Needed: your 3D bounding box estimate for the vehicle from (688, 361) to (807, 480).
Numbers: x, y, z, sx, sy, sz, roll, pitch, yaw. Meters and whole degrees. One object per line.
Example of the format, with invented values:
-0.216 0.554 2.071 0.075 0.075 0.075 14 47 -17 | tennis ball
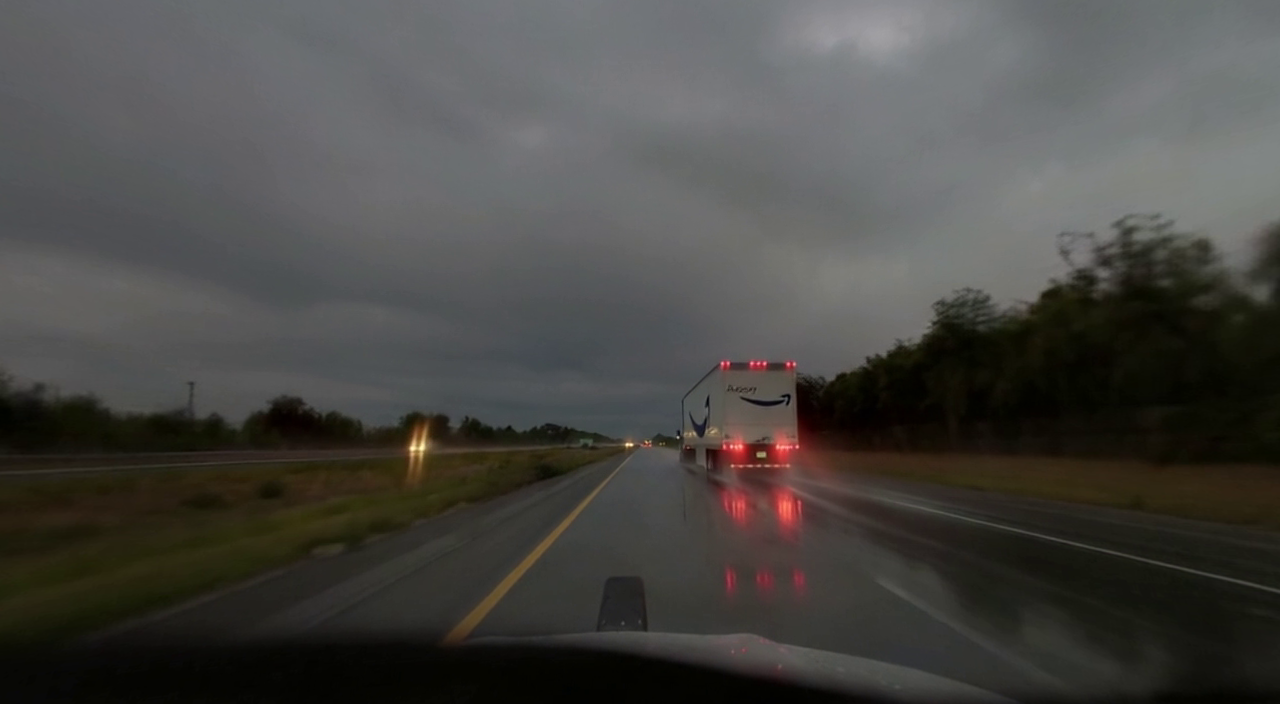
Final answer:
4.561 3.704 31.436 3.190 4.365 16.625 0 -8 0 | vehicle
